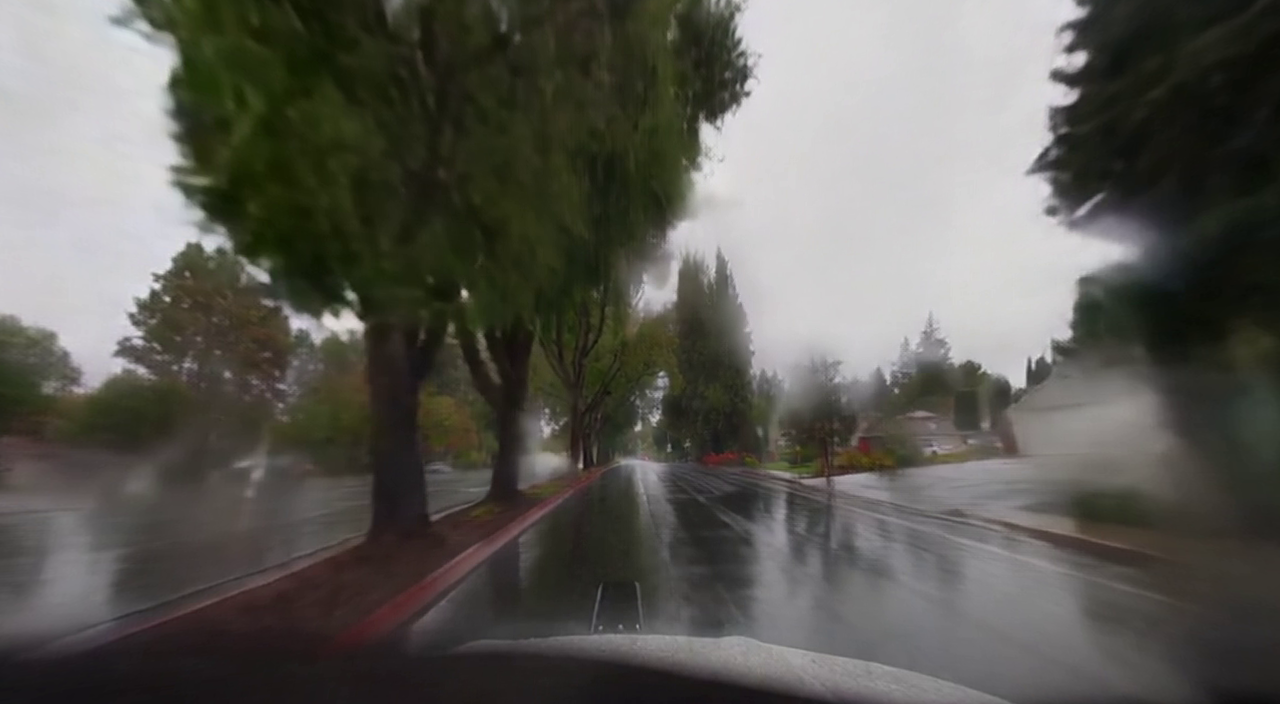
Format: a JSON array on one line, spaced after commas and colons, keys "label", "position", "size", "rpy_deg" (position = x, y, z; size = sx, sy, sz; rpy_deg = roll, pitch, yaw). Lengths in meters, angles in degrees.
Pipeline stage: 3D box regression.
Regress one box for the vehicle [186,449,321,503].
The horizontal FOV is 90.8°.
[{"label": "vehicle", "position": [-12.427, 4.016, 20.758], "size": [2.068, 1.502, 4.643], "rpy_deg": [0, -10, -8]}]
